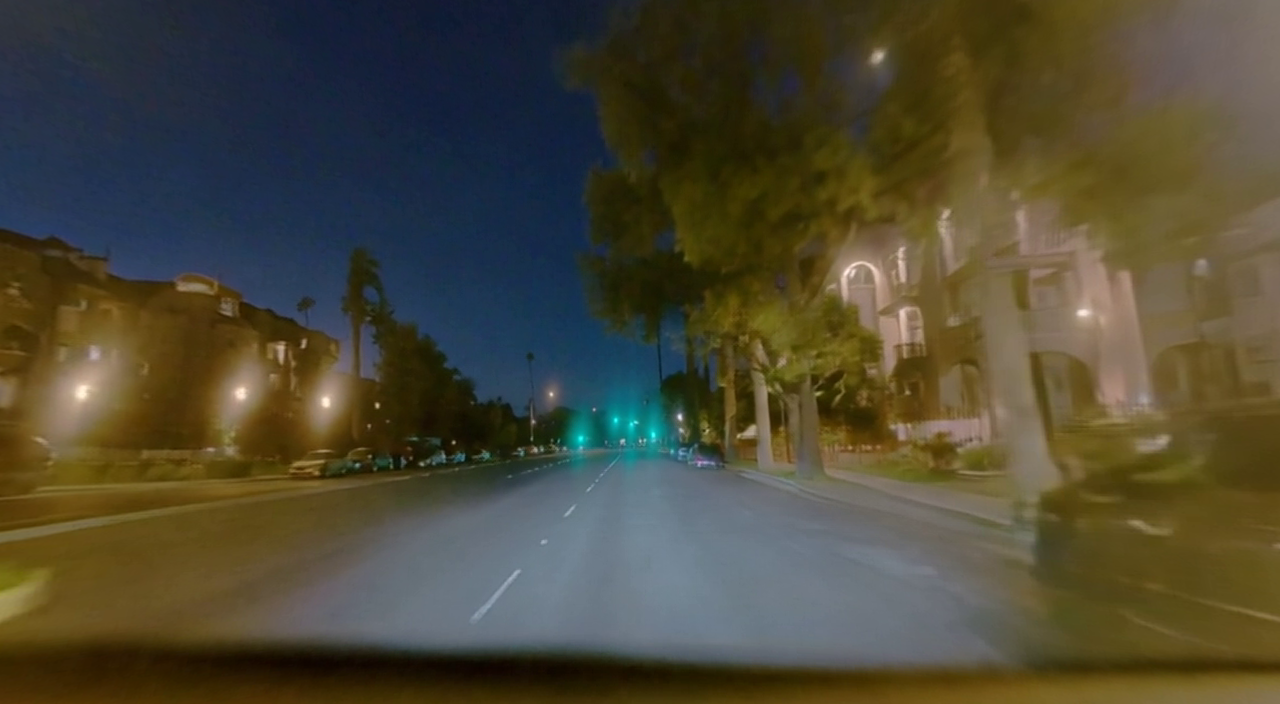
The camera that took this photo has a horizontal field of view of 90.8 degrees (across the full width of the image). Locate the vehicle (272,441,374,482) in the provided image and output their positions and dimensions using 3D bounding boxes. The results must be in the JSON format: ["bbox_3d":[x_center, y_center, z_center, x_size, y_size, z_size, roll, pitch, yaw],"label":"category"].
[{"bbox_3d":[-13.668,4.712,27.546,2.131,1.492,4.310,-1,-6,2],"label":"vehicle"}]

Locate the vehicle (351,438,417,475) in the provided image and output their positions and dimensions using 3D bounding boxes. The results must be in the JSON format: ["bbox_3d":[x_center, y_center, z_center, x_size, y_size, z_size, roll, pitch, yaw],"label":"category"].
[{"bbox_3d":[-13.715,5.585,34.084,1.844,1.764,4.183,-1,-7,0],"label":"vehicle"}]

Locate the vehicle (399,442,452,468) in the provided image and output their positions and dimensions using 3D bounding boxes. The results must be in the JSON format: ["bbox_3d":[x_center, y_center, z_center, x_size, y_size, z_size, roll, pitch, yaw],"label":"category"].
[{"bbox_3d":[-13.748,6.616,40.761,1.921,1.498,4.460,0,-7,-1],"label":"vehicle"}]

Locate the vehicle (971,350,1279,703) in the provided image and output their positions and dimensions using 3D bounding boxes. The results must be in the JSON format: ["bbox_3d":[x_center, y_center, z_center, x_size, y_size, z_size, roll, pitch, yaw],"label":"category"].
[{"bbox_3d":[3.836,0.853,2.624,1.996,1.749,5.217,0,-8,-1],"label":"vehicle"}]

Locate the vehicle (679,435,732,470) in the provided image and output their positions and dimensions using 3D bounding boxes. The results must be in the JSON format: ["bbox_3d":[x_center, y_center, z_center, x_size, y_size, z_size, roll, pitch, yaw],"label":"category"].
[{"bbox_3d":[3.395,5.345,33.805,2.221,1.718,5.192,0,-8,0],"label":"vehicle"}]

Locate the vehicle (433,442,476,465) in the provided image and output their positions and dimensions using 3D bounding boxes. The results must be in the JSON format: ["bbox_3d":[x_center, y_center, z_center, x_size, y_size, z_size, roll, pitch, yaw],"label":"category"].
[{"bbox_3d":[-13.732,7.502,46.988,1.899,1.474,4.529,-1,-7,-1],"label":"vehicle"}]
